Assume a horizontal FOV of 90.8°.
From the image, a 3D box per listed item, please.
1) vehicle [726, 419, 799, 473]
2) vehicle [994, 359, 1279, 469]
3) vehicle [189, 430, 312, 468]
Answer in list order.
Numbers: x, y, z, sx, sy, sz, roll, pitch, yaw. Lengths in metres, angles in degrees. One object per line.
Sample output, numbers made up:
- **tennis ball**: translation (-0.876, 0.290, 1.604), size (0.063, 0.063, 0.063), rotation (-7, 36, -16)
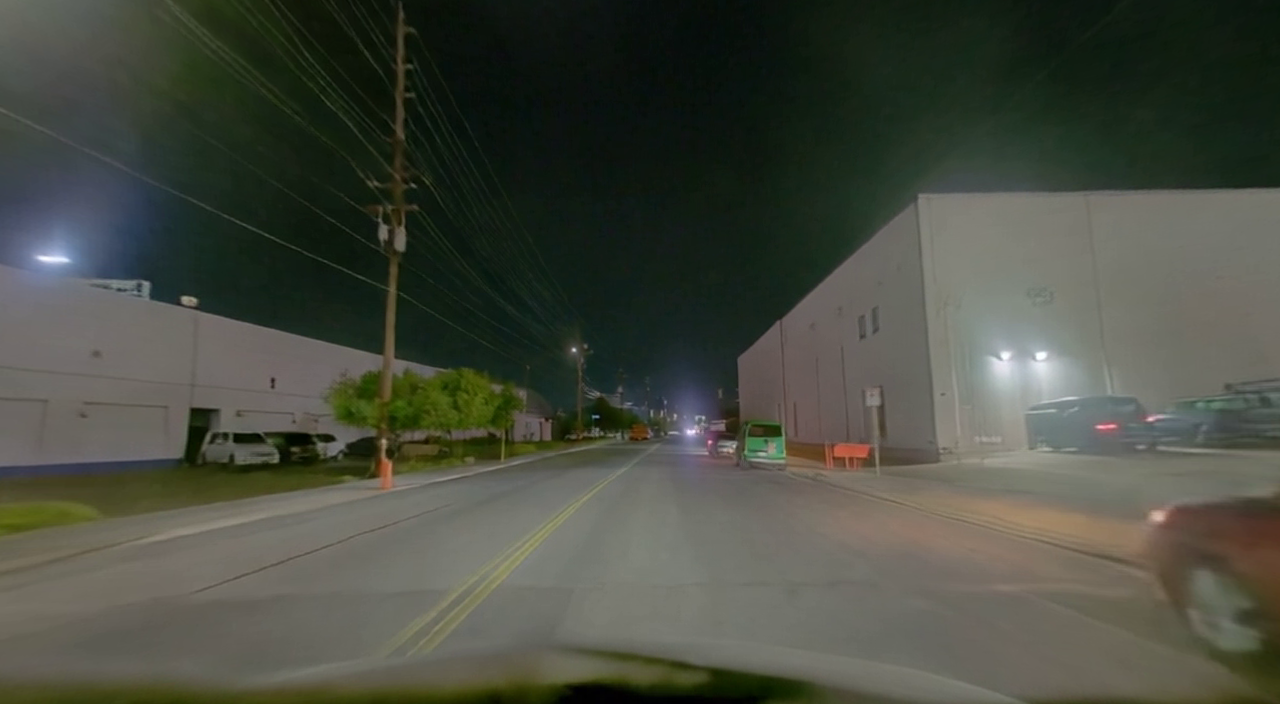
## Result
- **vehicle**: translation (4.848, 3.802, 25.844), size (2.010, 1.985, 5.124), rotation (-1, -8, 1)
- **vehicle**: translation (12.574, 1.574, 15.673), size (6.092, 2.433, 2.196), rotation (-2, -8, 4)
- **vehicle**: translation (-18.474, 4.616, 30.335), size (2.102, 1.628, 5.130), rotation (-2, -8, 10)
